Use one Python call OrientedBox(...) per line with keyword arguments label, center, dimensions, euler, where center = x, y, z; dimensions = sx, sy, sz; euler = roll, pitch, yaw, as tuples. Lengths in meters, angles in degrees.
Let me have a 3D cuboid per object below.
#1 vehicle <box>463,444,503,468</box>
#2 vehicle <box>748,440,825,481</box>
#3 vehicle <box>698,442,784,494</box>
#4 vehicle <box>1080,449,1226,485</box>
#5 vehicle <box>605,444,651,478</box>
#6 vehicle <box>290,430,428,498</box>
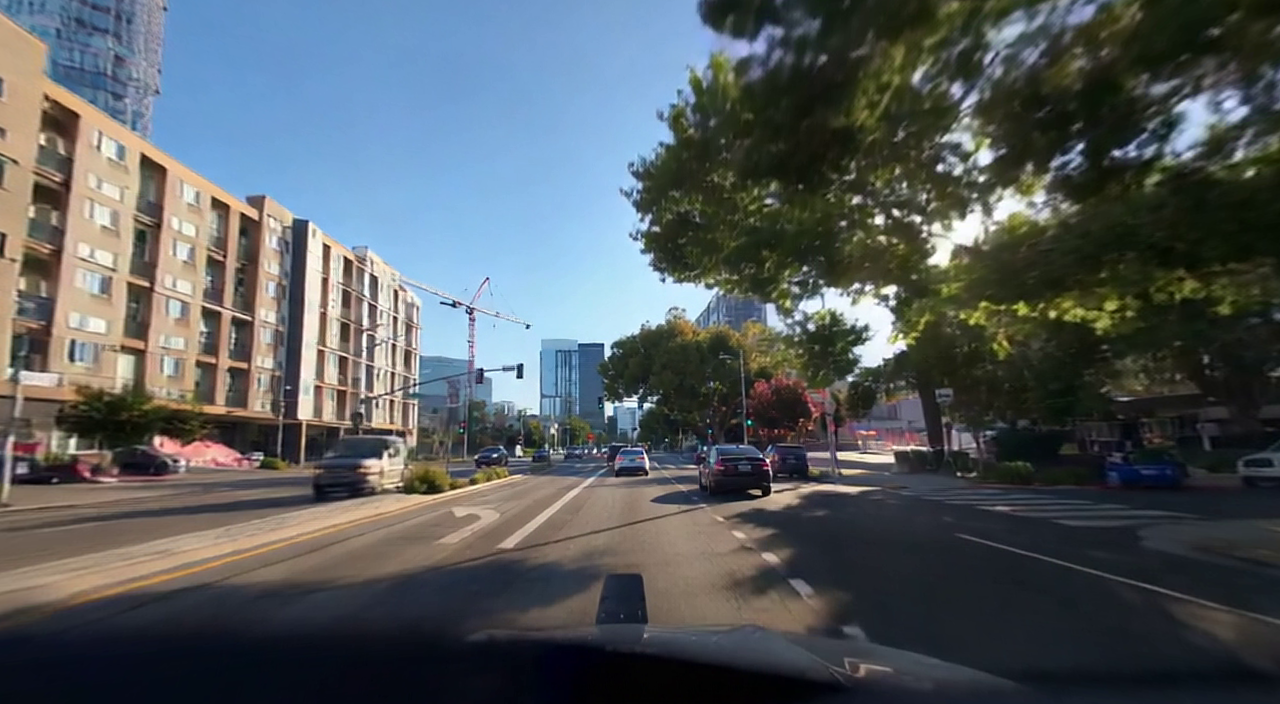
OrientedBox(label="vehicle", center=(-12.138, 8.070, 49.162), dimensions=(1.975, 1.714, 4.638), euler=(0, -9, 0))
OrientedBox(label="vehicle", center=(7.165, 5.360, 31.552), dimensions=(2.317, 1.852, 5.530), euler=(0, -9, -2))
OrientedBox(label="vehicle", center=(3.067, 3.609, 20.024), dimensions=(1.910, 1.474, 4.003), euler=(0, -9, -2))
OrientedBox(label="vehicle", center=(19.068, 4.277, 23.620), dimensions=(3.839, 1.281, 1.836), euler=(0, -9, 0))
OrientedBox(label="vehicle", center=(-0.566, 5.088, 29.783), dimensions=(2.006, 1.487, 3.535), euler=(0, -9, -1))
OrientedBox(label="vehicle", center=(-8.525, 3.446, 19.759), dimensions=(2.111, 1.832, 4.778), euler=(0, -9, 0))
